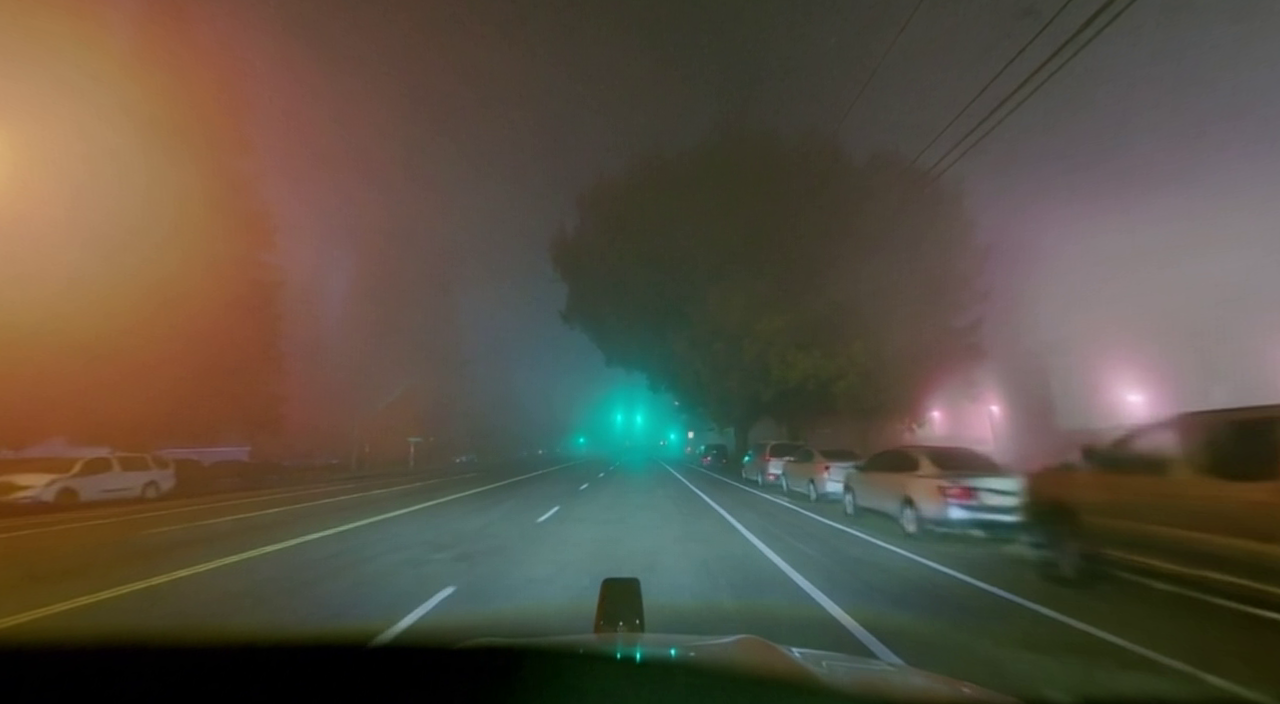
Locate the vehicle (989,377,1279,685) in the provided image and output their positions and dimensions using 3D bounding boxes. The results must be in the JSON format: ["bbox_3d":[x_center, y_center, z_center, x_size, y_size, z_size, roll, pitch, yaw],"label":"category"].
[{"bbox_3d":[4.506,1.075,4.043,1.889,1.697,4.557,0,-8,0],"label":"vehicle"}]

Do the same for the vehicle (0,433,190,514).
[{"bbox_3d":[-17.750,3.799,20.410,2.360,2.225,5.385,0,-8,0],"label":"vehicle"}]

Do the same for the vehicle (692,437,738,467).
[{"bbox_3d":[4.548,6.168,39.043,2.154,1.718,4.980,0,-8,-1],"label":"vehicle"}]

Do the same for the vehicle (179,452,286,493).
[{"bbox_3d":[-17.696,5.210,27.709,1.871,1.596,4.114,0,-8,2],"label":"vehicle"}]
